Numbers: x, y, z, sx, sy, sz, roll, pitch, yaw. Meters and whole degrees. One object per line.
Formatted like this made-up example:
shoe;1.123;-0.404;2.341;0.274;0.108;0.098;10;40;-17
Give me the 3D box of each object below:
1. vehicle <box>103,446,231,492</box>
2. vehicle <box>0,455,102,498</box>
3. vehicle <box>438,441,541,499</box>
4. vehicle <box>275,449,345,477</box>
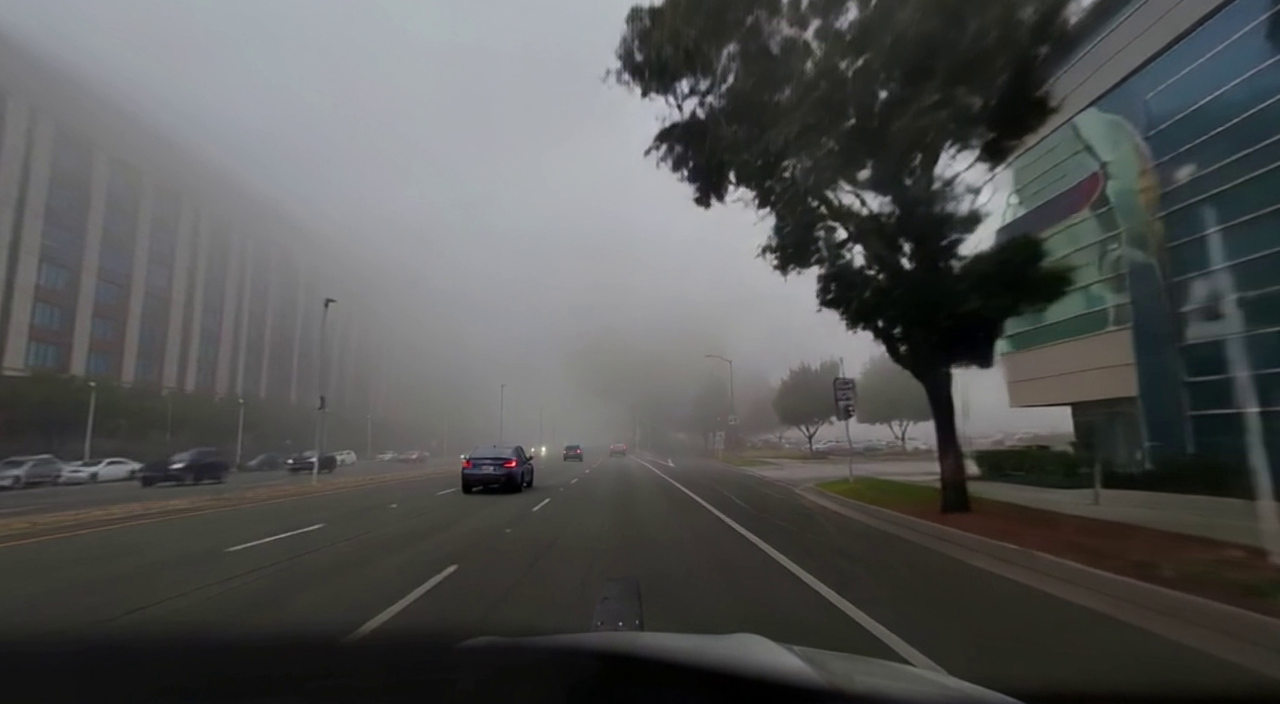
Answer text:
vehicle;-19.996;4.916;27.006;1.963;1.765;4.595;0;-8;-1
vehicle;-27.110;5.486;28.258;1.927;1.645;4.728;0;-8;-1
vehicle;-4.208;3.350;18.457;2.025;1.474;4.292;0;-8;-1
vehicle;-20.178;6.782;38.806;2.159;1.613;3.873;0;-8;1
